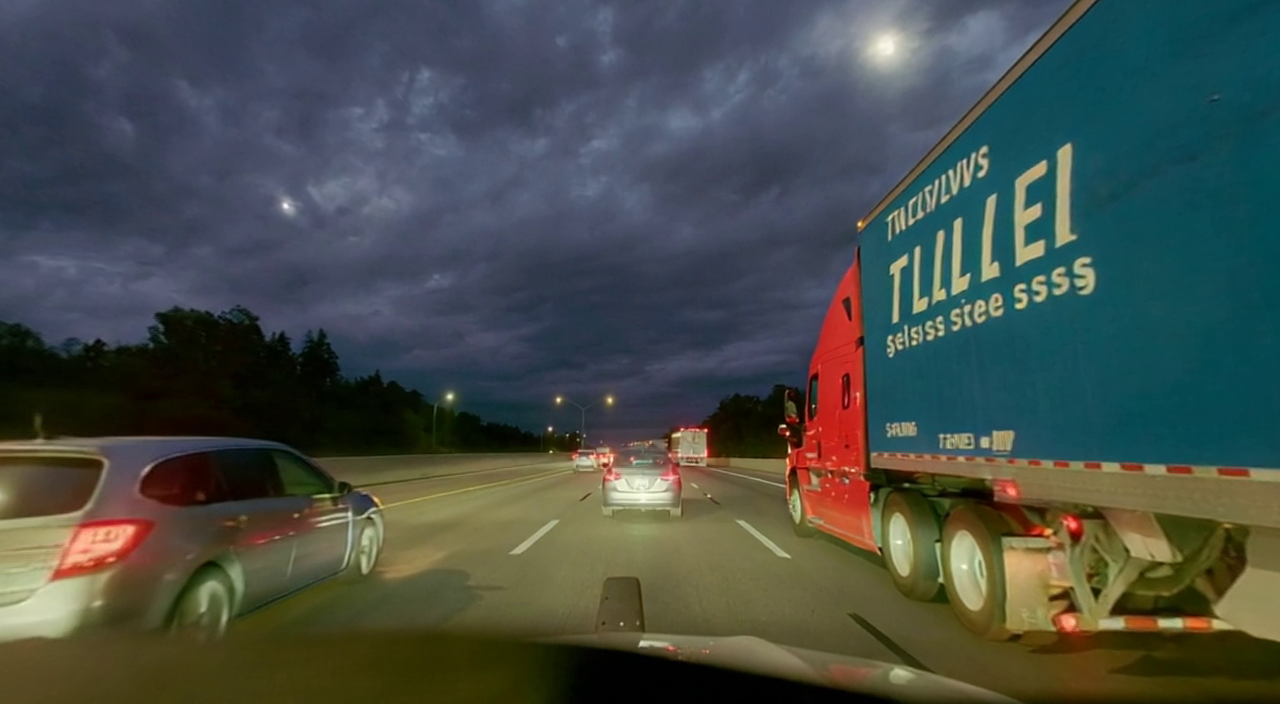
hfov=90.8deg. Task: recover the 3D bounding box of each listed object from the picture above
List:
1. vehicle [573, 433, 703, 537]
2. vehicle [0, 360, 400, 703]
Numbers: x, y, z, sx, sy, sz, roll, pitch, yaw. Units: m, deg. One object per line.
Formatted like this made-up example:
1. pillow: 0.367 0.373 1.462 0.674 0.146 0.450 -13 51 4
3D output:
1. vehicle: -0.046 2.317 11.434 1.973 1.574 3.426 0 -9 -1
2. vehicle: -3.473 1.136 4.084 1.985 1.671 4.604 0 -9 0
